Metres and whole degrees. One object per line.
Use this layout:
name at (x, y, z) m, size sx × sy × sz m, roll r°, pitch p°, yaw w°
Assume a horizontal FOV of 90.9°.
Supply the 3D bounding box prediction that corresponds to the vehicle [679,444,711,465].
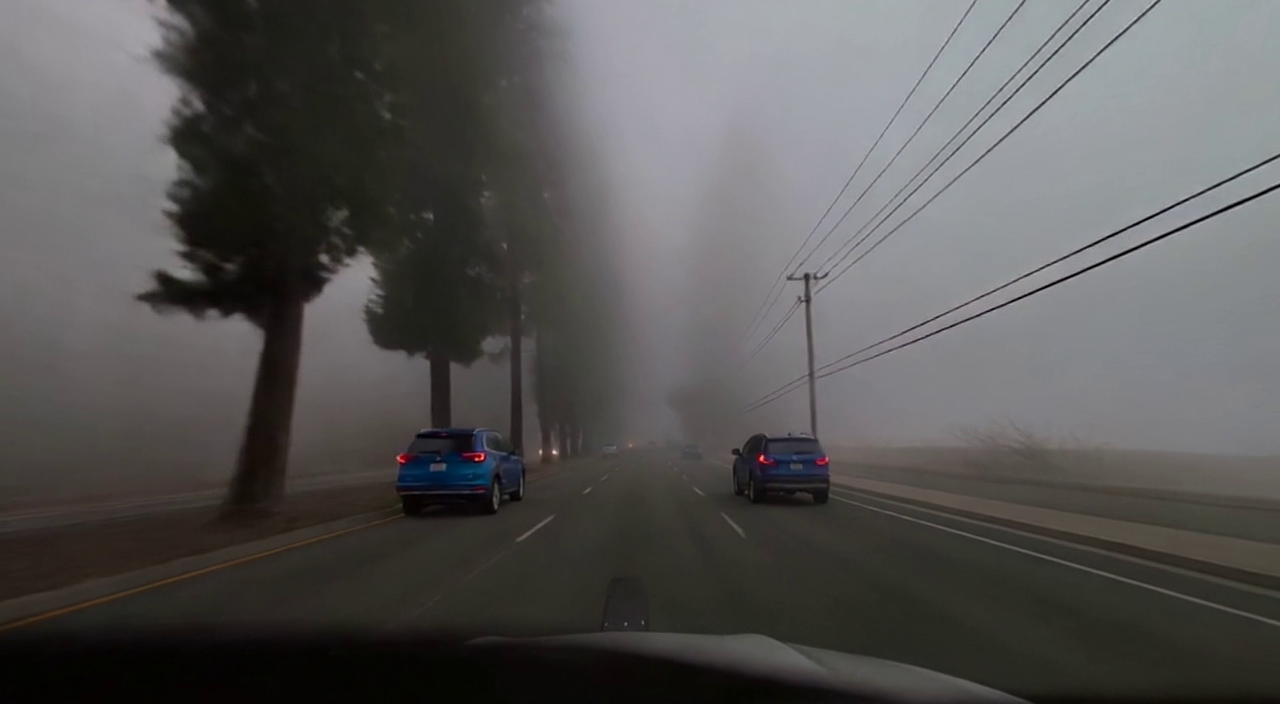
vehicle at (3.955, 7.411, 45.842) m, size 1.906 × 1.468 × 4.422 m, roll 0°, pitch -8°, yaw 0°

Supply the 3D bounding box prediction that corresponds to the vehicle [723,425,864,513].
vehicle at (3.383, 2.687, 14.951) m, size 2.182 × 1.744 × 4.464 m, roll 0°, pitch -8°, yaw -1°

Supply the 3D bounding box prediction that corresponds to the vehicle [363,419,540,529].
vehicle at (-3.482, 2.350, 12.713) m, size 2.104 × 1.785 × 4.494 m, roll 0°, pitch -8°, yaw 1°
